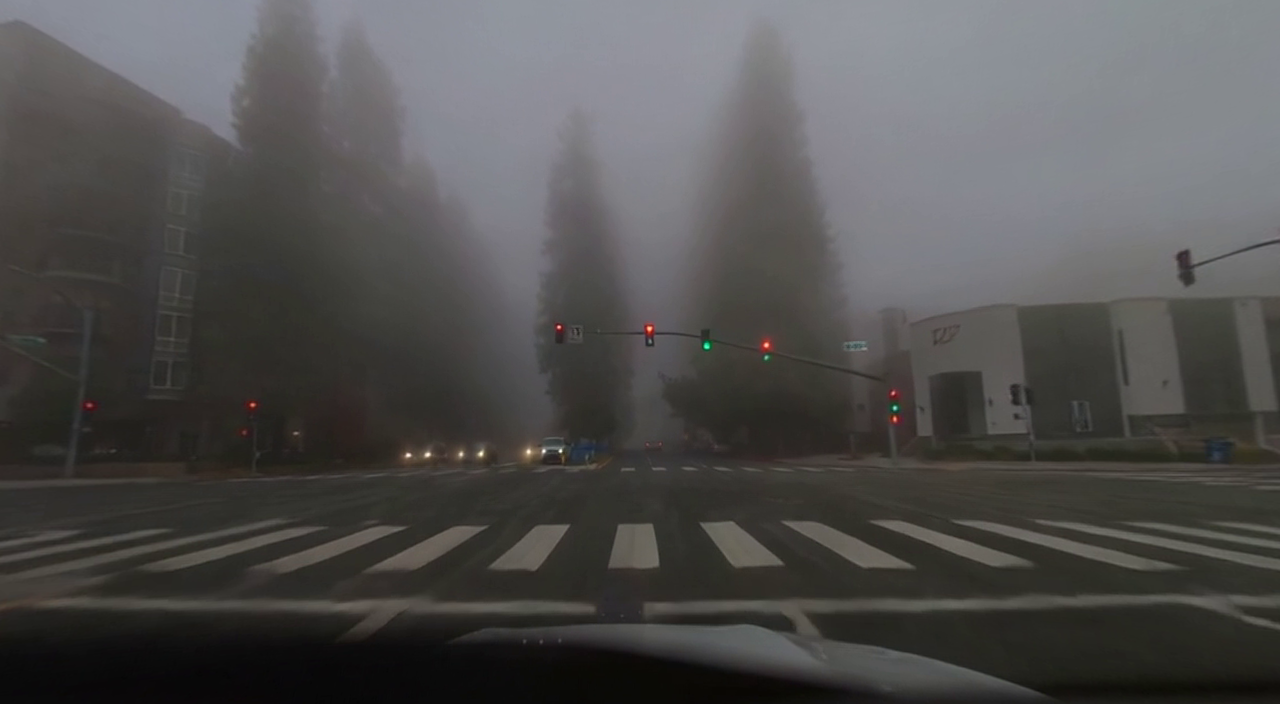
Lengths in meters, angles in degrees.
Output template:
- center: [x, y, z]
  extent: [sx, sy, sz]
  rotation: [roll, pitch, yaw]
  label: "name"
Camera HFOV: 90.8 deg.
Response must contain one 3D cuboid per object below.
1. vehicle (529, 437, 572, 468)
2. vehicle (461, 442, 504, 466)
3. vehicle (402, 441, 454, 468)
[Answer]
- center: [-5.561, 6.318, 39.769]
  extent: [2.098, 1.789, 4.338]
  rotation: [0, -8, -1]
  label: "vehicle"
- center: [-11.958, 7.761, 48.277]
  extent: [2.041, 1.654, 4.605]
  rotation: [0, -8, 0]
  label: "vehicle"
- center: [-15.793, 7.659, 47.369]
  extent: [2.164, 1.920, 4.896]
  rotation: [0, -8, 0]
  label: "vehicle"
